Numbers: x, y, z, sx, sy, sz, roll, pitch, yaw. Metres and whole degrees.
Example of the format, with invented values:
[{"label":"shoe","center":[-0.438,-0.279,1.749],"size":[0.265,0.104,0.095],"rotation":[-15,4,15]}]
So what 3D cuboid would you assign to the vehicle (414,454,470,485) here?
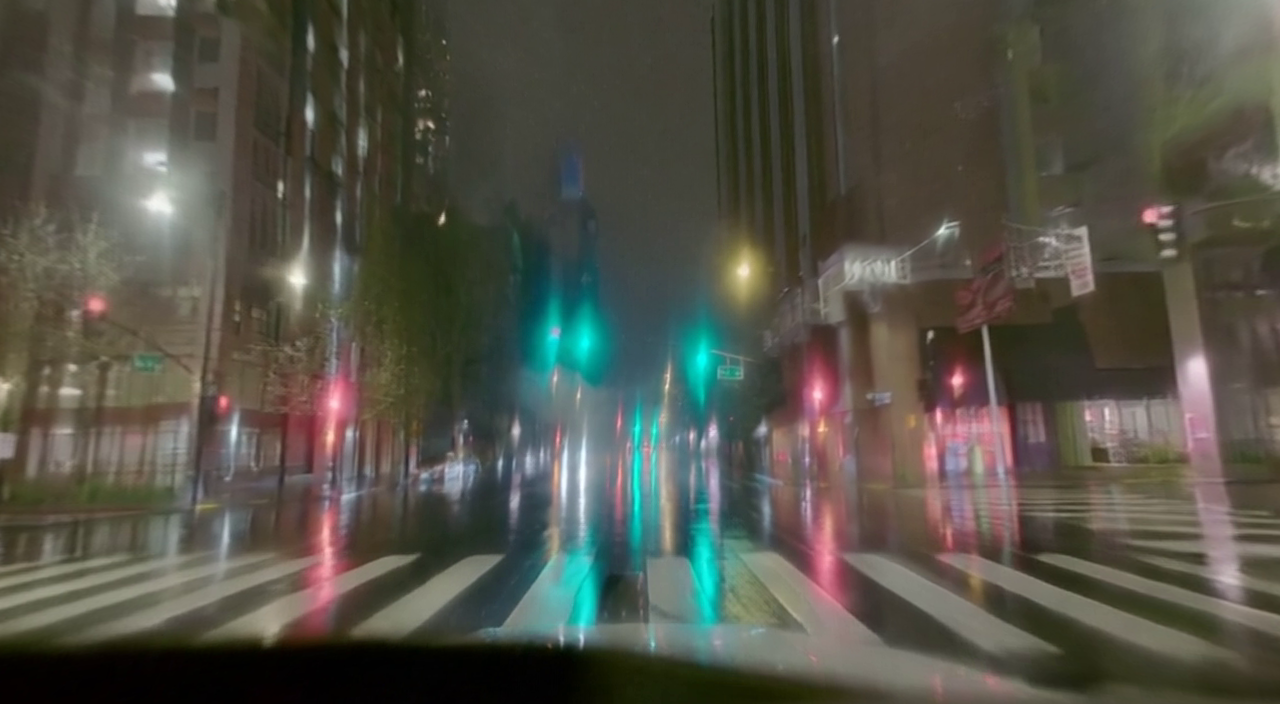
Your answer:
[{"label":"vehicle","center":[-12.053,7.169,38.571],"size":[1.910,1.511,4.565],"rotation":[-1,-7,1]}]
